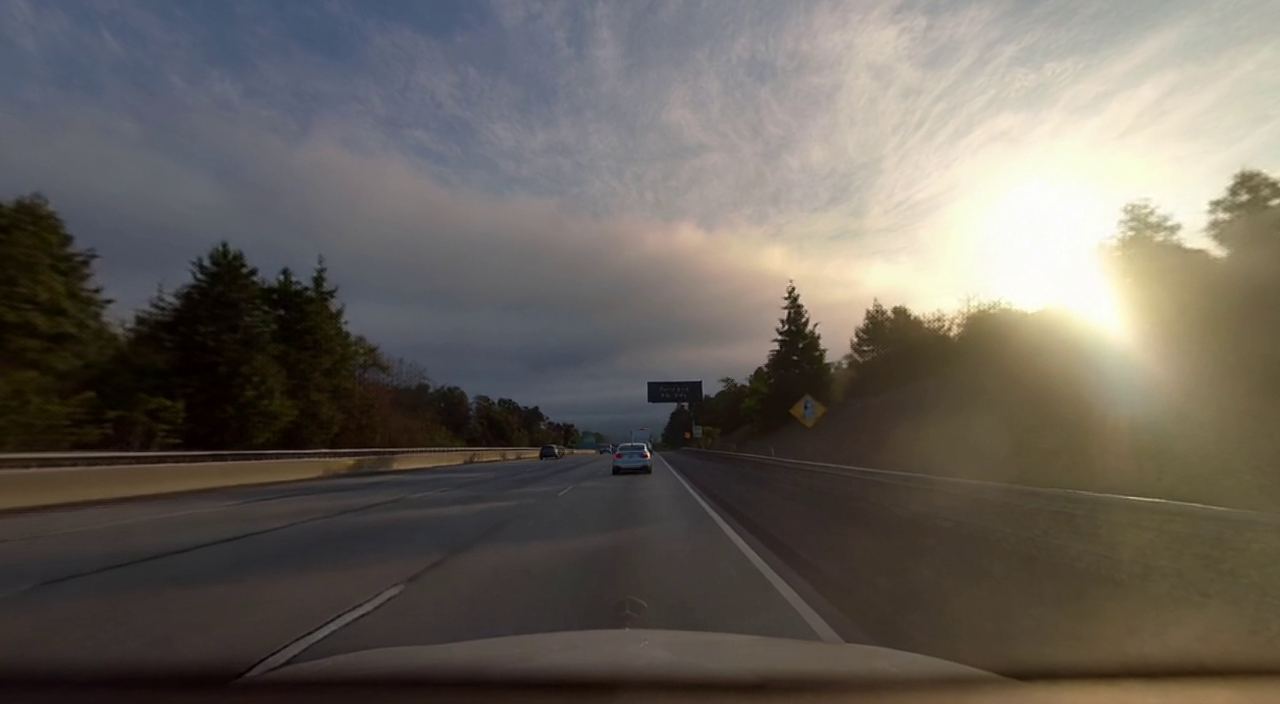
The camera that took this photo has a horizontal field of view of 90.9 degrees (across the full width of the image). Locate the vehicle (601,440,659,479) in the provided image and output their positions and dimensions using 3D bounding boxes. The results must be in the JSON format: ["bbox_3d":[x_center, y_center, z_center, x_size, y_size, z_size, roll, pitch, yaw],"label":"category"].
[{"bbox_3d":[-0.357,4.425,26.252,2.238,1.479,3.672,0,-9,1],"label":"vehicle"}]
